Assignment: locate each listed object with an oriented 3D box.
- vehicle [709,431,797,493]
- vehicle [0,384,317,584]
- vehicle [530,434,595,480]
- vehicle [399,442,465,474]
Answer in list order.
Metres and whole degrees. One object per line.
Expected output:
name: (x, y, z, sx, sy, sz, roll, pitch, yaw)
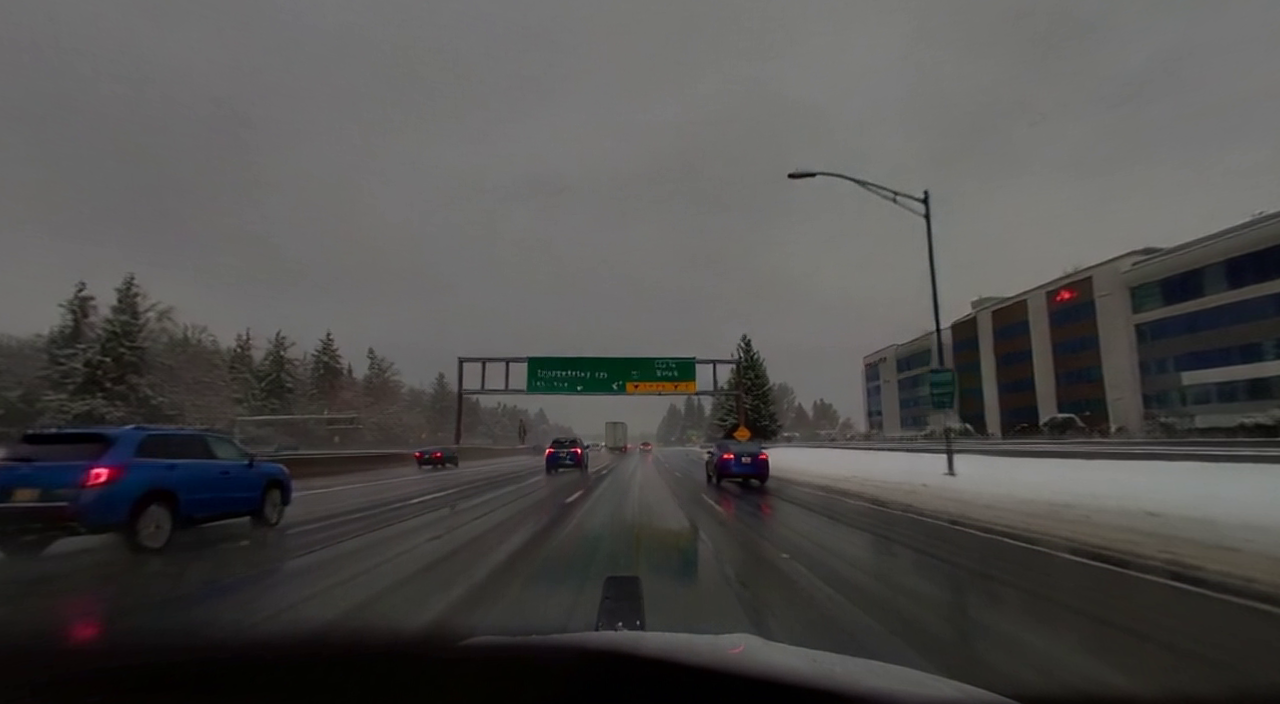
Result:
vehicle: (3.496, 3.498, 20.383, 2.101, 1.742, 4.495, 0, -9, 1)
vehicle: (-6.985, 1.606, 8.514, 2.314, 1.842, 5.279, 0, -9, 1)
vehicle: (-3.159, 4.405, 26.646, 2.111, 1.742, 4.315, 0, -9, 1)
vehicle: (-10.805, 5.521, 33.009, 1.919, 1.509, 4.265, 0, -9, 1)
